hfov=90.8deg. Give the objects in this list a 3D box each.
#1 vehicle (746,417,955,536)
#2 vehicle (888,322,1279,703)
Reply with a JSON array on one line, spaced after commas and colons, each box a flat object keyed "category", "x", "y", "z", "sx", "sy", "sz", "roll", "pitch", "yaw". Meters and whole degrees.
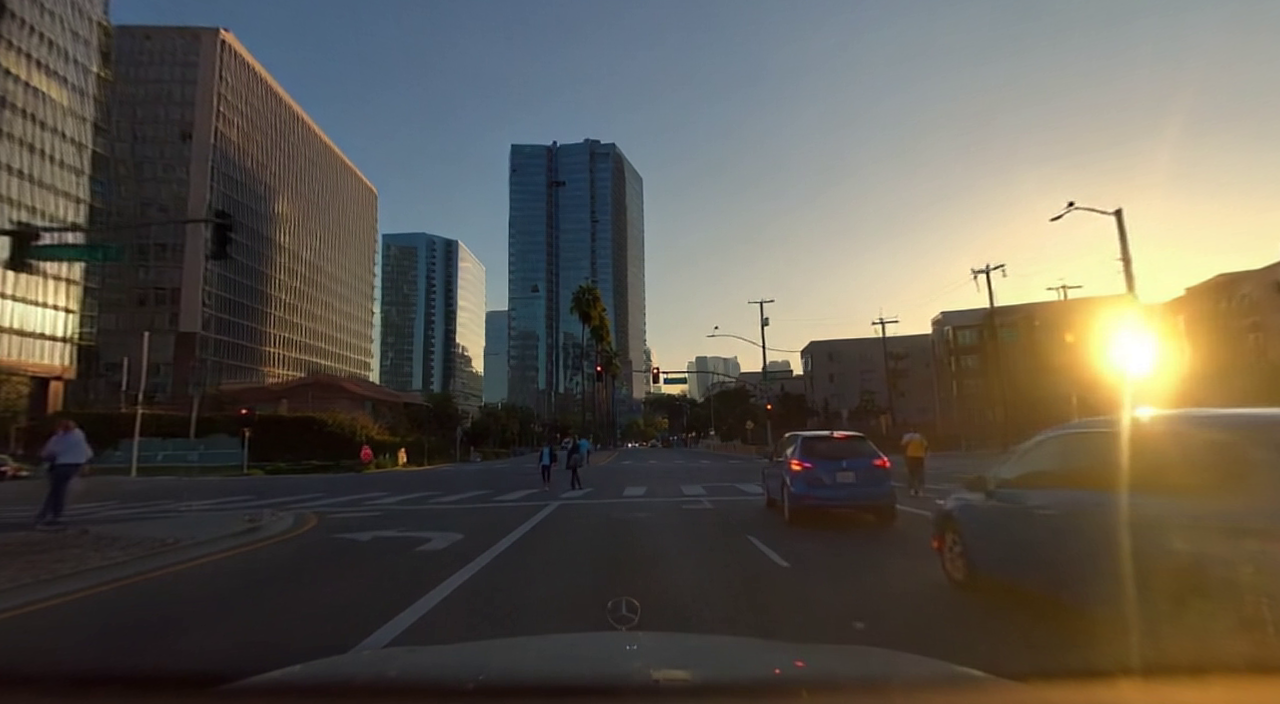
[{"category": "vehicle", "x": 3.303, "y": 2.054, "z": 10.968, "sx": 2.060, "sy": 1.631, "sz": 4.169, "roll": 0, "pitch": -9, "yaw": -2}, {"category": "vehicle", "x": 3.647, "y": 0.997, "z": 4.147, "sx": 2.060, "sy": 1.756, "sz": 4.770, "roll": 0, "pitch": -9, "yaw": 0}]
